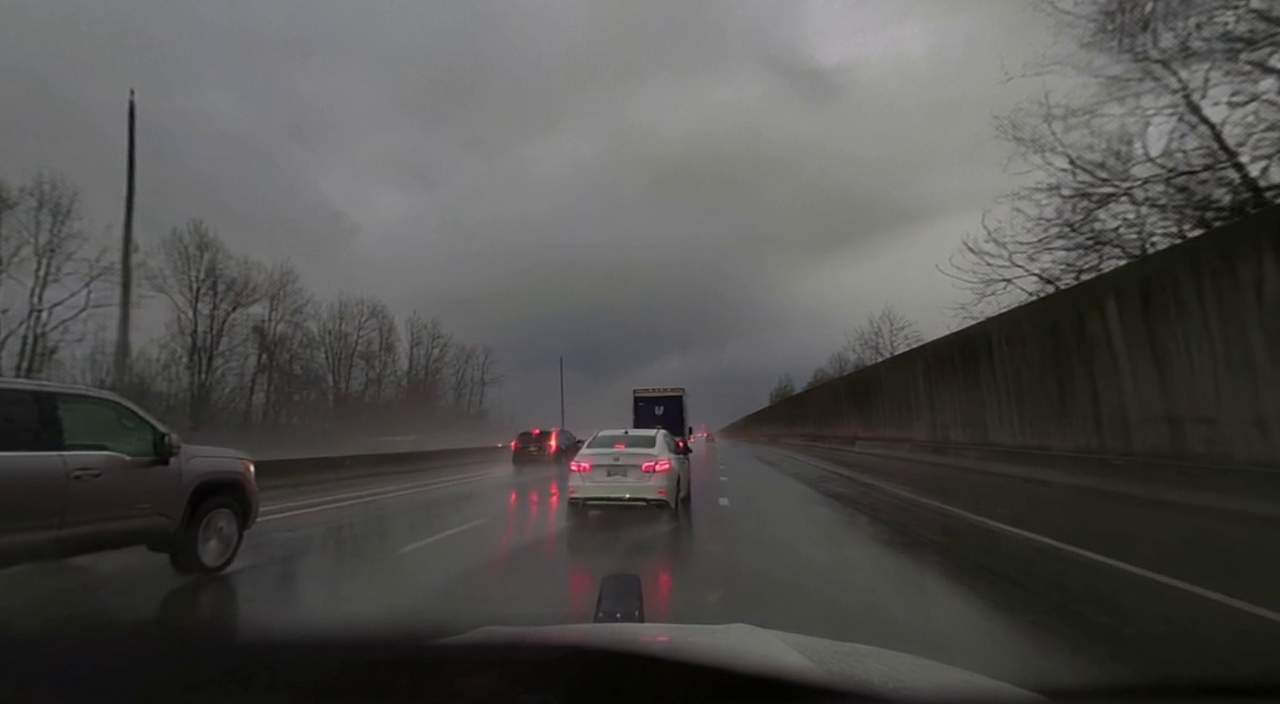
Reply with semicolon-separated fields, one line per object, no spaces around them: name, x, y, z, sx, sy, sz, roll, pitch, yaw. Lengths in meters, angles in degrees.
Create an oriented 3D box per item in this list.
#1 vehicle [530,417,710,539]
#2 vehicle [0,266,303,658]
vehicle;-0.047;1.854;10.003;2.089;1.485;4.153;-1;-8;9
vehicle;-5.211;0.701;4.036;2.386;2.435;5.831;-1;-8;6
